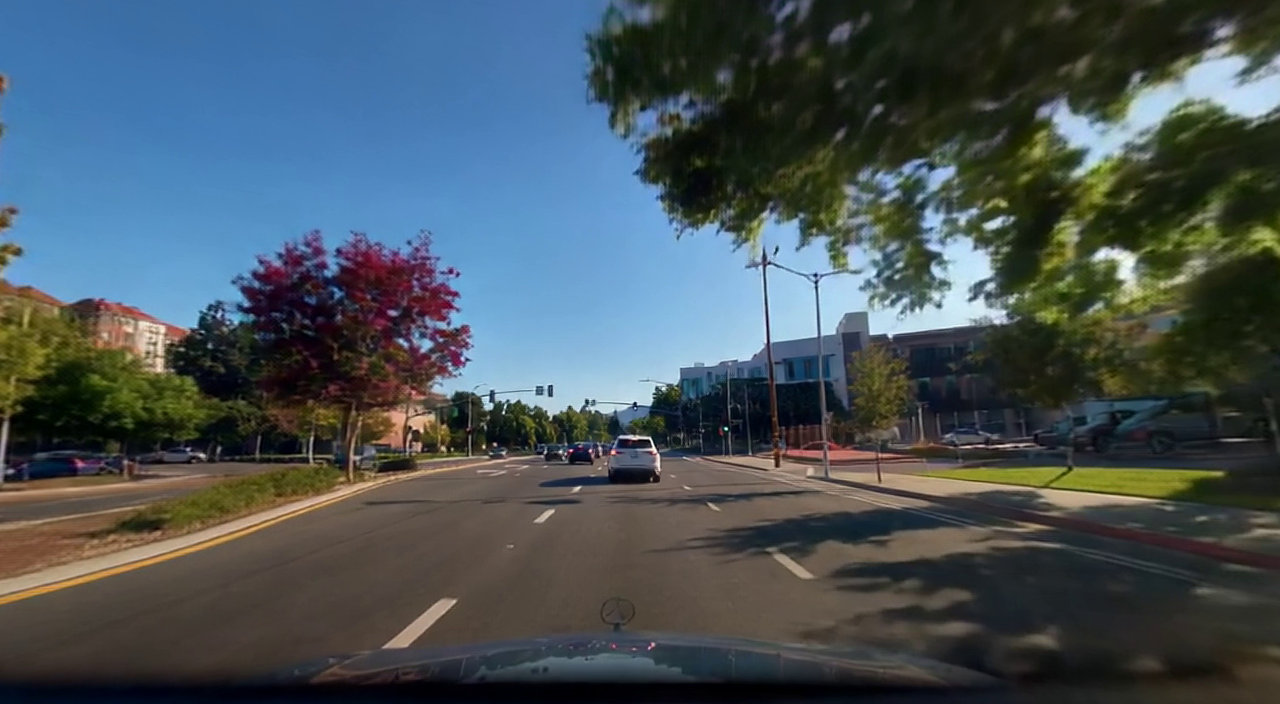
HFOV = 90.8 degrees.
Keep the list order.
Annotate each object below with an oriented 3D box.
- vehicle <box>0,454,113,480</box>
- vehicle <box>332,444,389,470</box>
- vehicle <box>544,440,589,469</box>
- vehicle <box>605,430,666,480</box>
[{"bbox_3d":[-34.242,6.721,37.129,4.608,1.435,2.076,0,-8,0],"label":"vehicle"},{"bbox_3d":[-19.478,7.314,44.247,1.945,1.700,4.465,0,-9,0],"label":"vehicle"},{"bbox_3d":[-4.034,5.718,35.415,2.075,1.474,4.367,0,-8,-1],"label":"vehicle"},{"bbox_3d":[-0.208,4.022,24.785,2.188,1.782,3.982,0,-8,-1],"label":"vehicle"}]
